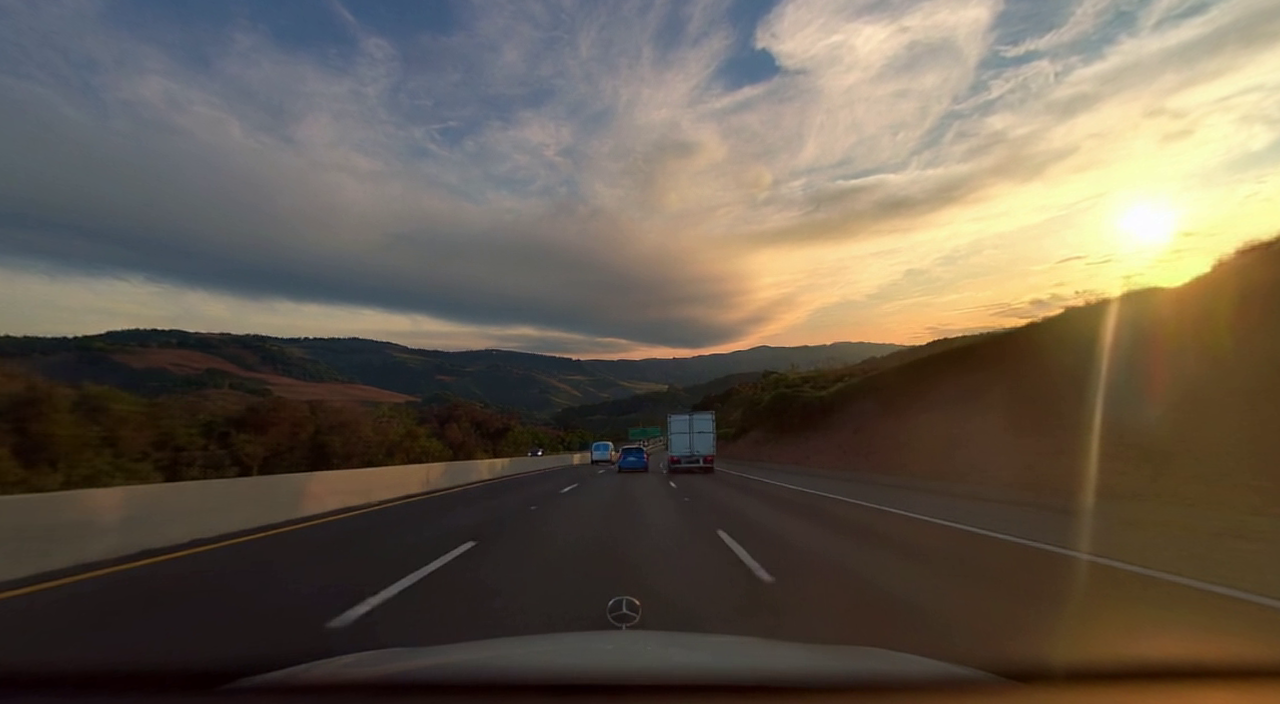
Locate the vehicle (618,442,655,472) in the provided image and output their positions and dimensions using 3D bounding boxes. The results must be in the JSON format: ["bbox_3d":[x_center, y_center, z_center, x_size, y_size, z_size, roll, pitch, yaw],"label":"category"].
[{"bbox_3d":[-0.230,6.546,39.477,2.166,1.747,4.299,0,-9,0],"label":"vehicle"}]
